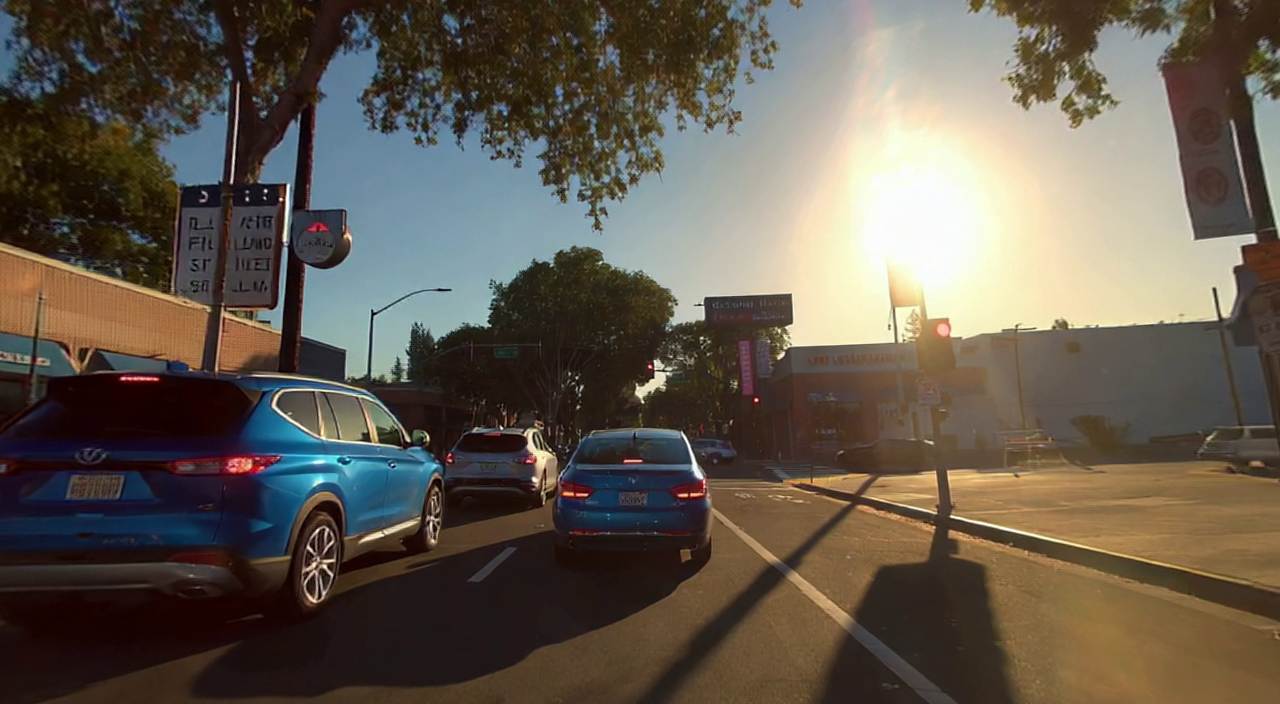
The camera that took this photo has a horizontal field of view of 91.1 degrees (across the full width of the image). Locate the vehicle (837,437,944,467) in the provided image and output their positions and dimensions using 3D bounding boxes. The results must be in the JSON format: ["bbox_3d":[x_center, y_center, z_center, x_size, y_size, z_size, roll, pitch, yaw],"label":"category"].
[{"bbox_3d":[12.968,5.219,32.728,4.809,1.476,1.845,-1,-9,4],"label":"vehicle"}]

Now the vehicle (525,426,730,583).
[{"bbox_3d":[-0.158,1.776,8.165,1.966,1.481,4.146,0,-8,-1],"label":"vehicle"}]

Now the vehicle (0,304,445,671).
[{"bbox_3d":[-3.815,1.128,6.204,2.152,2.118,5.066,0,-8,0],"label":"vehicle"}]

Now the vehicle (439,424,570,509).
[{"bbox_3d":[-2.928,2.595,14.602,2.047,1.664,4.148,0,-8,1],"label":"vehicle"}]
